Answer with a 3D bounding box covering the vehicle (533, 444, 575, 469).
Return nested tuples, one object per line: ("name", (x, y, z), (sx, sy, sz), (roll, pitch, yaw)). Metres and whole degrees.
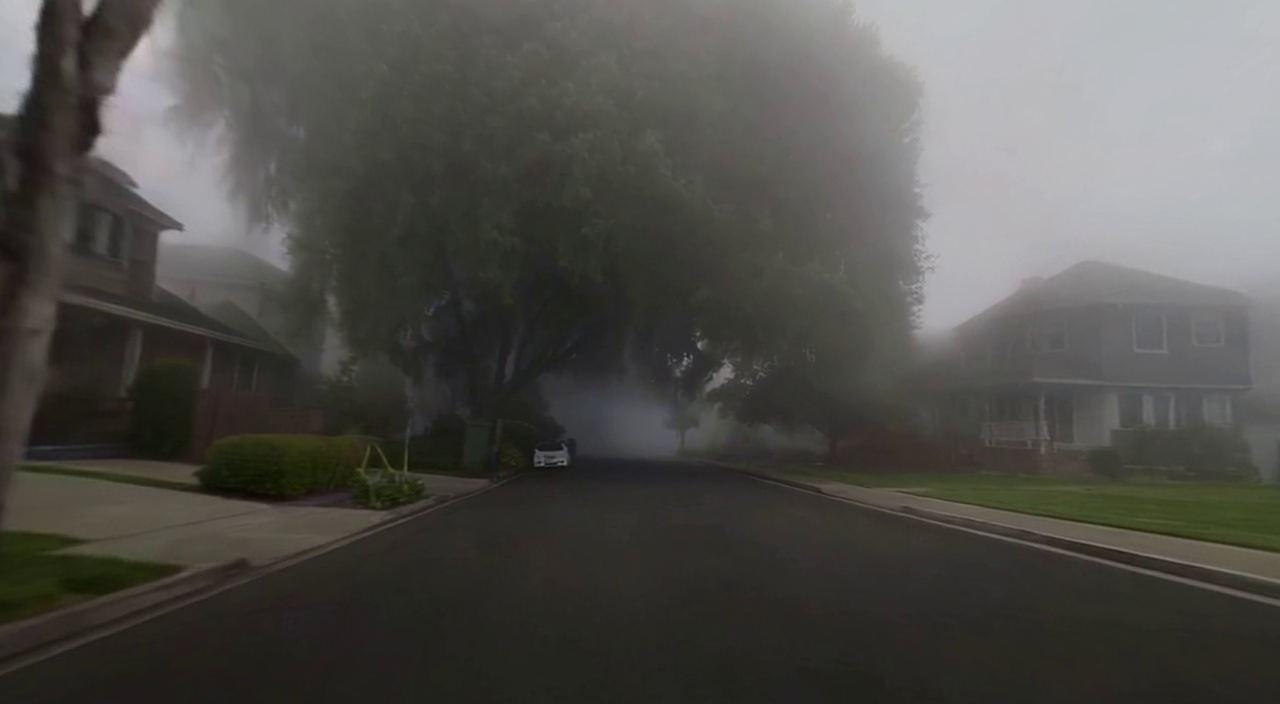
("vehicle", (-5.131, 6.256, 37.940), (2.017, 1.397, 4.004), (0, -8, -1))
